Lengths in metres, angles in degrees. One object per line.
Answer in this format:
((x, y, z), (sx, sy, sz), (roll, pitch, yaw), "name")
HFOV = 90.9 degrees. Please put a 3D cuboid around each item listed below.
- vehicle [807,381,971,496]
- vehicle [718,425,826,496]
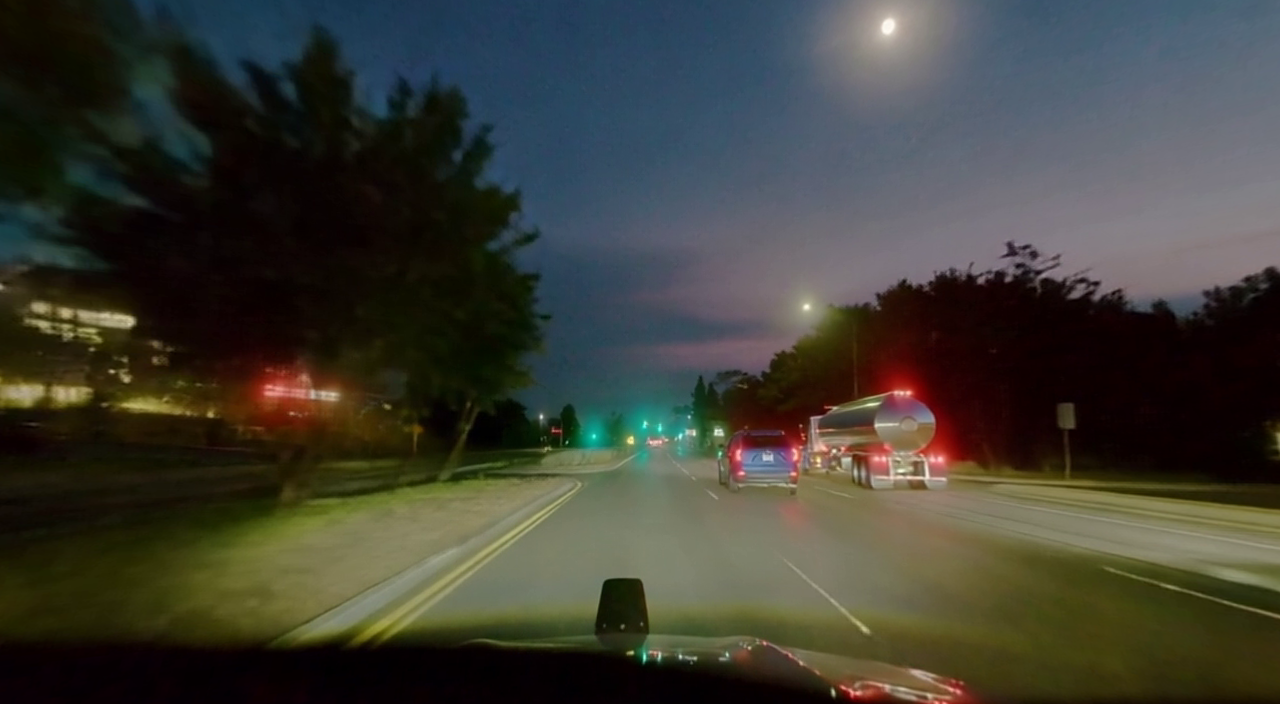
((7.837, 2.863, 20.917), (2.849, 3.207, 6.275), (0, -8, 0), "vehicle")
((3.528, 2.991, 17.805), (2.045, 1.729, 4.532), (0, -8, 0), "vehicle")
